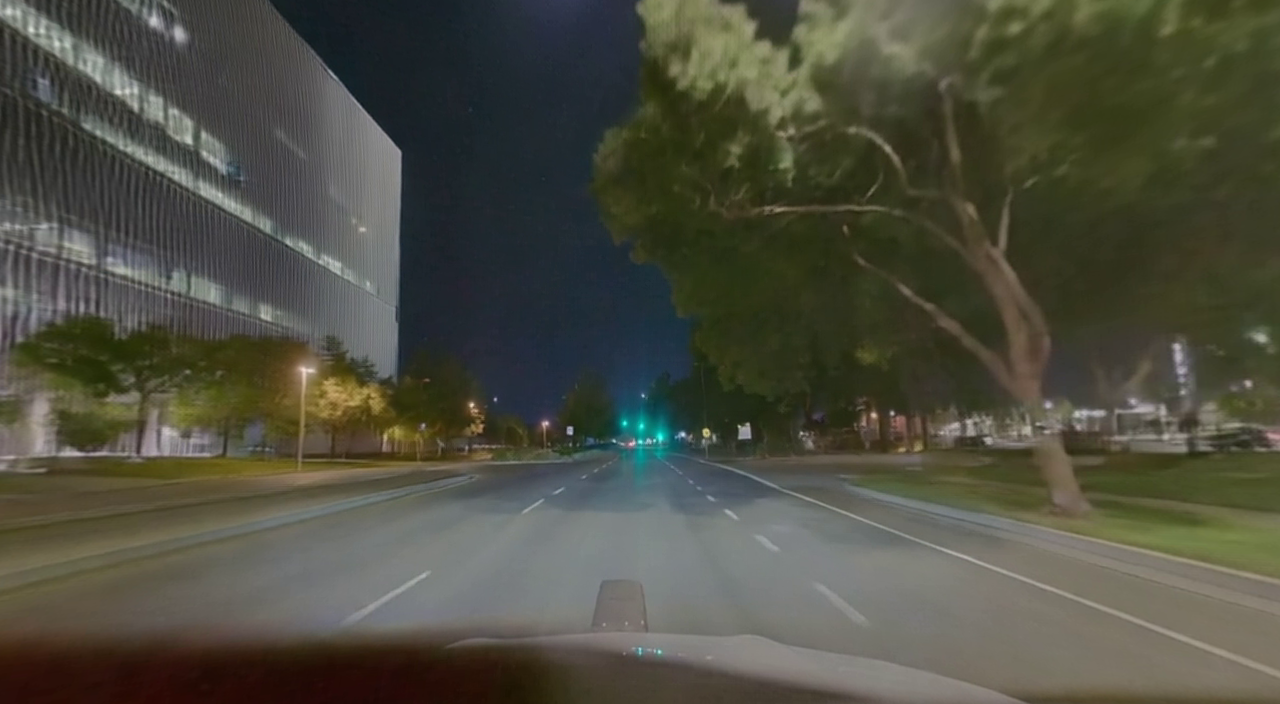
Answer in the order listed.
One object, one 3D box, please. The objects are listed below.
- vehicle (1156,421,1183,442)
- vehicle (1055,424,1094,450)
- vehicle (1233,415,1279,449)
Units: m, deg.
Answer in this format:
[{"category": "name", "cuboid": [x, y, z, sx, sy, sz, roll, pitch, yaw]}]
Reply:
[{"category": "vehicle", "cuboid": [41.824, 6.252, 49.743, 1.545, 1.512, 3.318, -3, -6, 41]}, {"category": "vehicle", "cuboid": [32.380, 6.363, 46.876, 1.856, 1.730, 4.156, -9, -13, 38]}, {"category": "vehicle", "cuboid": [33.676, 4.358, 34.061, 1.940, 1.727, 4.262, -7, -11, 39]}]
